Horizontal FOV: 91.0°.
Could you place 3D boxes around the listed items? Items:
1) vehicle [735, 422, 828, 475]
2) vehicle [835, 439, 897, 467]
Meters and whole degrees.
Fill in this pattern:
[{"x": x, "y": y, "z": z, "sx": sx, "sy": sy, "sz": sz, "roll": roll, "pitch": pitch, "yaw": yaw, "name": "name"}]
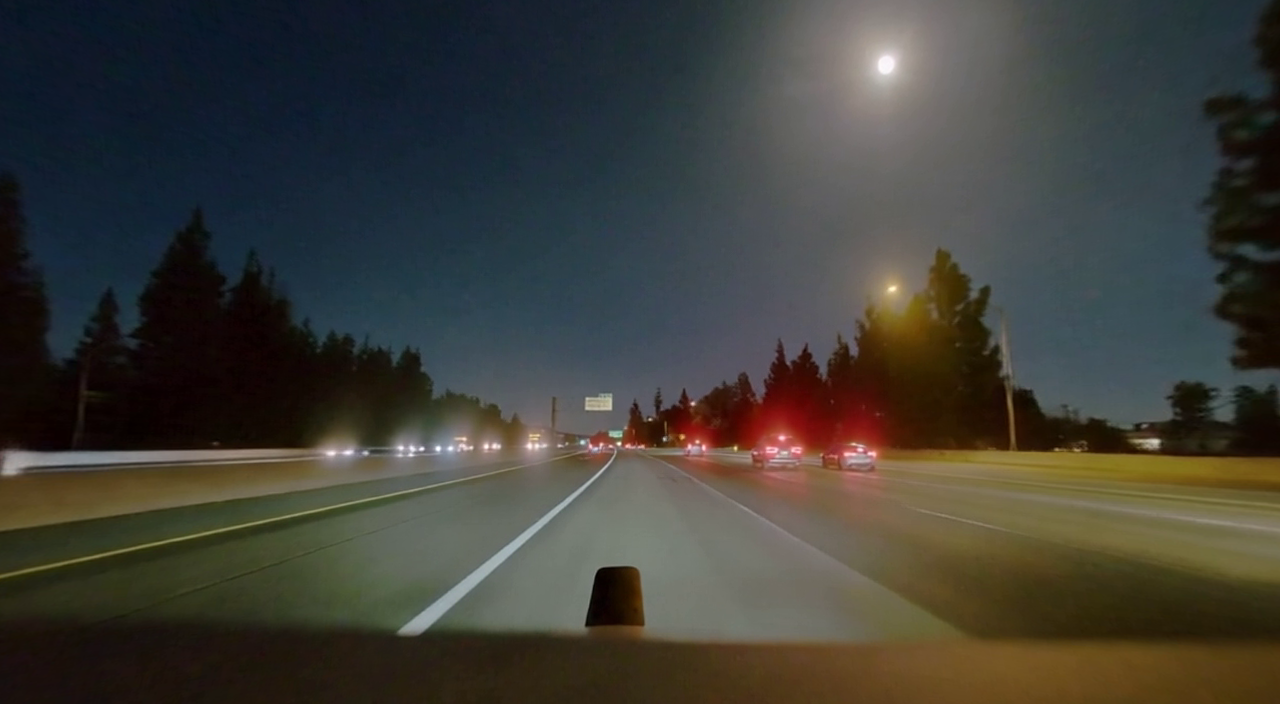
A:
[{"x": 6.989, "y": 4.940, "z": 32.335, "sx": 2.779, "sy": 2.339, "sz": 8.073, "roll": 0, "pitch": -9, "yaw": -1, "name": "vehicle"}, {"x": 13.969, "y": 6.268, "z": 39.167, "sx": 2.072, "sy": 1.611, "sz": 4.387, "roll": 0, "pitch": -9, "yaw": -2, "name": "vehicle"}]
